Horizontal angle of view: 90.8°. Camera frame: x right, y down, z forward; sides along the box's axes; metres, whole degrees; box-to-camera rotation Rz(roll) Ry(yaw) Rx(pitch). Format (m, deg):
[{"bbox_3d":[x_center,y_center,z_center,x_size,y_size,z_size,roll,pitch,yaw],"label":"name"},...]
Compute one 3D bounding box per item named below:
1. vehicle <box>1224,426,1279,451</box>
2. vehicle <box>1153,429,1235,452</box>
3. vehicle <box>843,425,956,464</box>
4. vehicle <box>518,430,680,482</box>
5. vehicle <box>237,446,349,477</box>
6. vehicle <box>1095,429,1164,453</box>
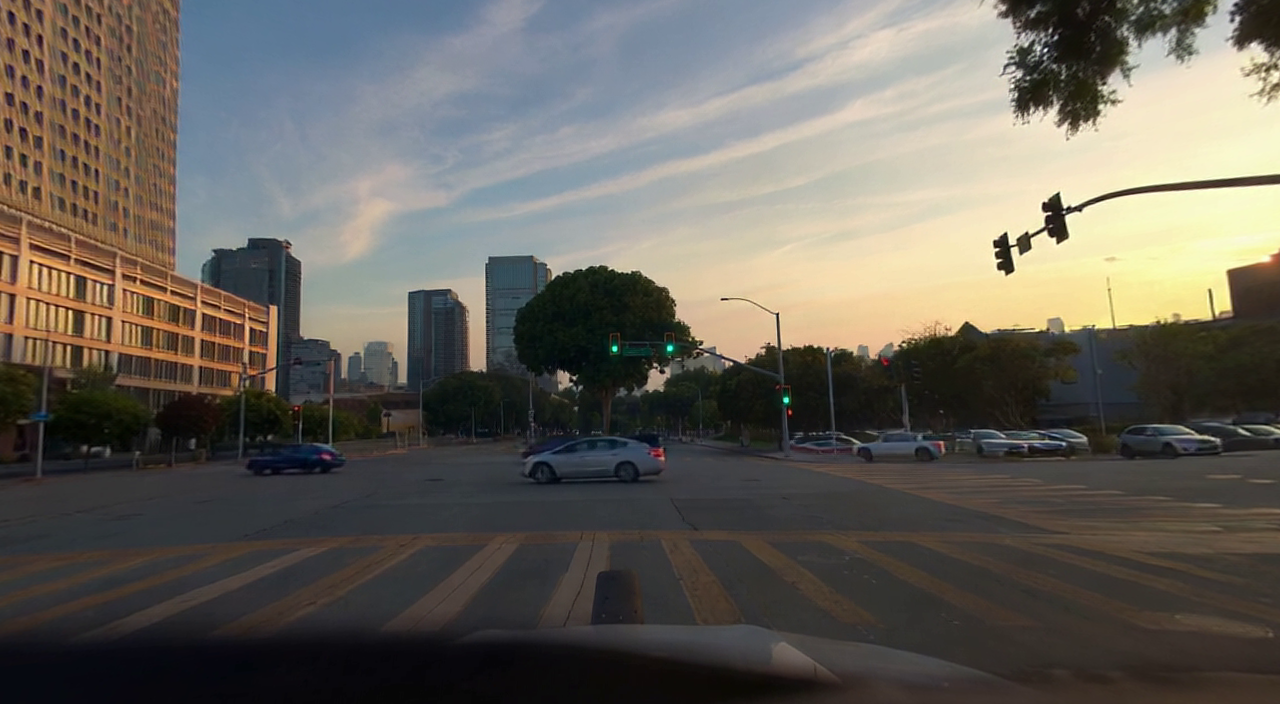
[{"bbox_3d":[42.267,5.728,41.930,2.037,1.614,5.175,0,-8,0],"label":"vehicle"},{"bbox_3d":[36.580,5.872,41.839,1.726,1.429,4.163,-1,-8,2],"label":"vehicle"},{"bbox_3d":[11.871,4.307,29.249,4.571,1.698,1.977,-3,-9,18],"label":"vehicle"},{"bbox_3d":[-1.367,3.286,20.188,4.916,1.504,1.846,1,-9,-12],"label":"vehicle"},{"bbox_3d":[-15.749,4.971,28.806,4.046,1.306,1.719,-1,-8,1],"label":"vehicle"},{"bbox_3d":[33.244,6.098,43.092,2.090,1.494,4.321,-3,-9,15],"label":"vehicle"}]
